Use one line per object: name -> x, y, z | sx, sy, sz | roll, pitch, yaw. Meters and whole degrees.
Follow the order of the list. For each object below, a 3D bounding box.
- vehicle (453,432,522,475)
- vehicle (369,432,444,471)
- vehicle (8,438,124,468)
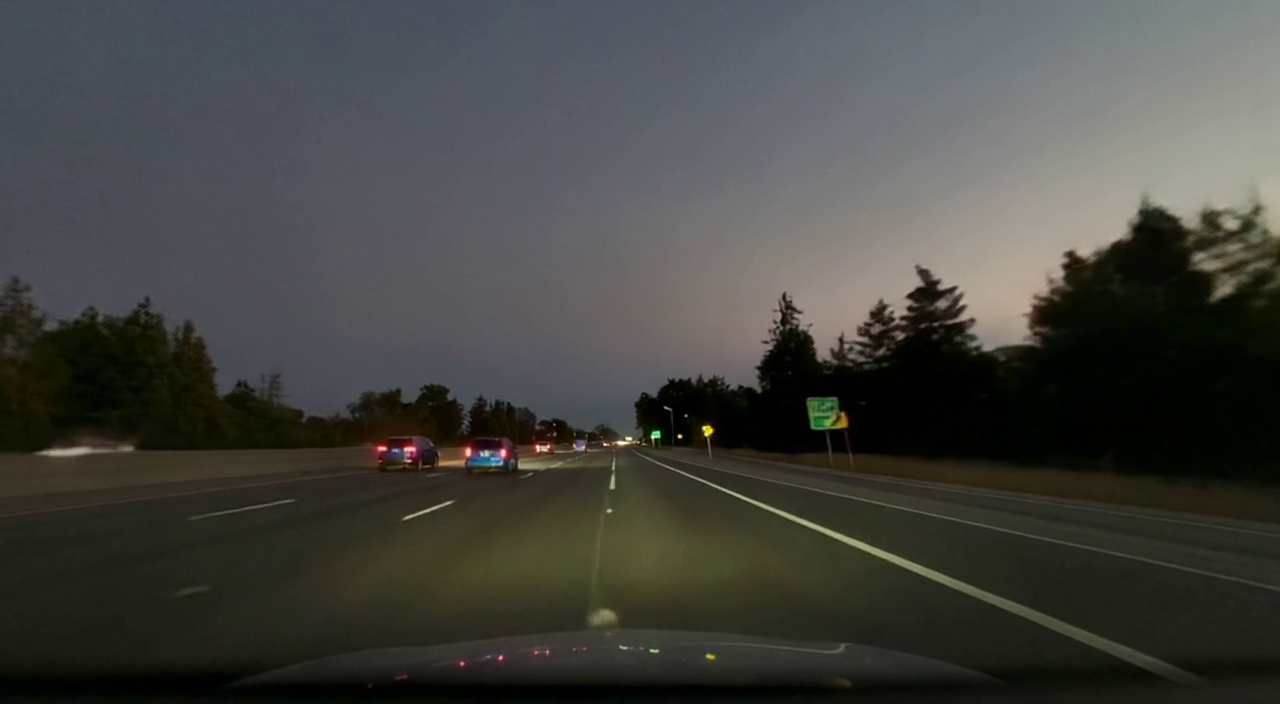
vehicle -> -6.809, 4.596, 28.771 | 2.146, 1.766, 4.502 | 0, -9, -2
vehicle -> -11.141, 4.813, 30.502 | 2.016, 1.711, 4.365 | 0, -9, -1
vehicle -> -31.550, 5.580, 34.958 | 1.905, 1.506, 4.931 | 0, -9, -2
